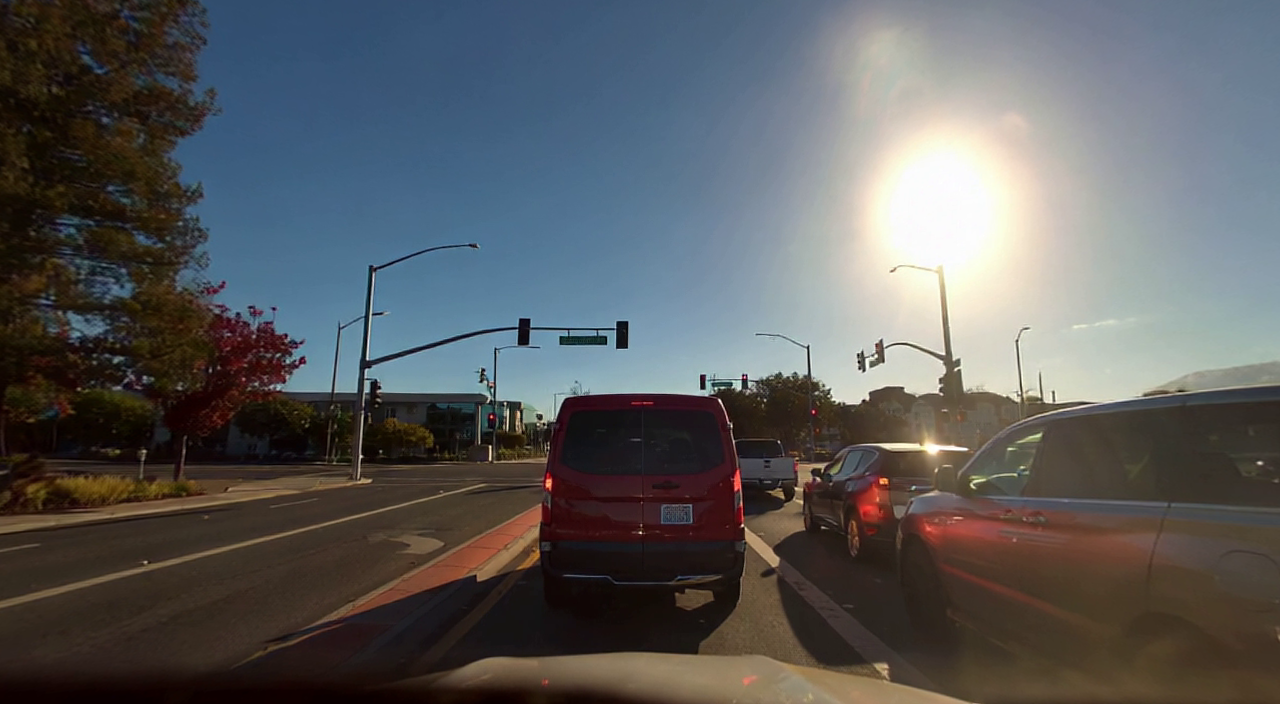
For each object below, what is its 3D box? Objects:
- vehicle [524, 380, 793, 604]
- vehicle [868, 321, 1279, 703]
[{"bbox_3d":[0.166,1.464,7.425,2.185,1.822,4.391,0,-8,0],"label":"vehicle"},{"bbox_3d":[2.901,0.946,3.189,1.971,1.663,4.287,0,-8,2],"label":"vehicle"}]
